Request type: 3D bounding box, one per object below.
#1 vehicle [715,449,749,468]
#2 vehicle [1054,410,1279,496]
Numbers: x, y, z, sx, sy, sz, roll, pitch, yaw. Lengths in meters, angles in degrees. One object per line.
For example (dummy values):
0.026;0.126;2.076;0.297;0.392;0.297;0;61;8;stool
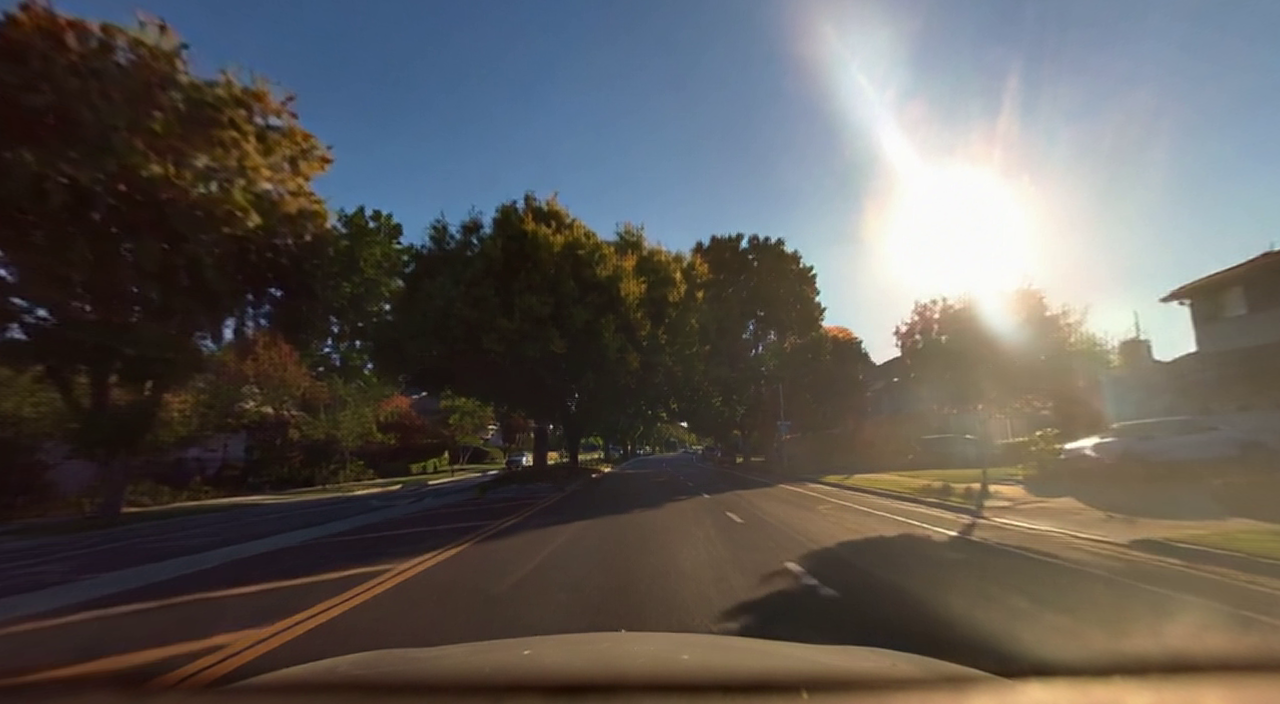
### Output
7.161;8.266;49.348;1.946;1.404;4.609;0;-9;0;vehicle
13.606;2.530;15.946;4.711;1.979;2.019;-1;-9;4;vehicle
